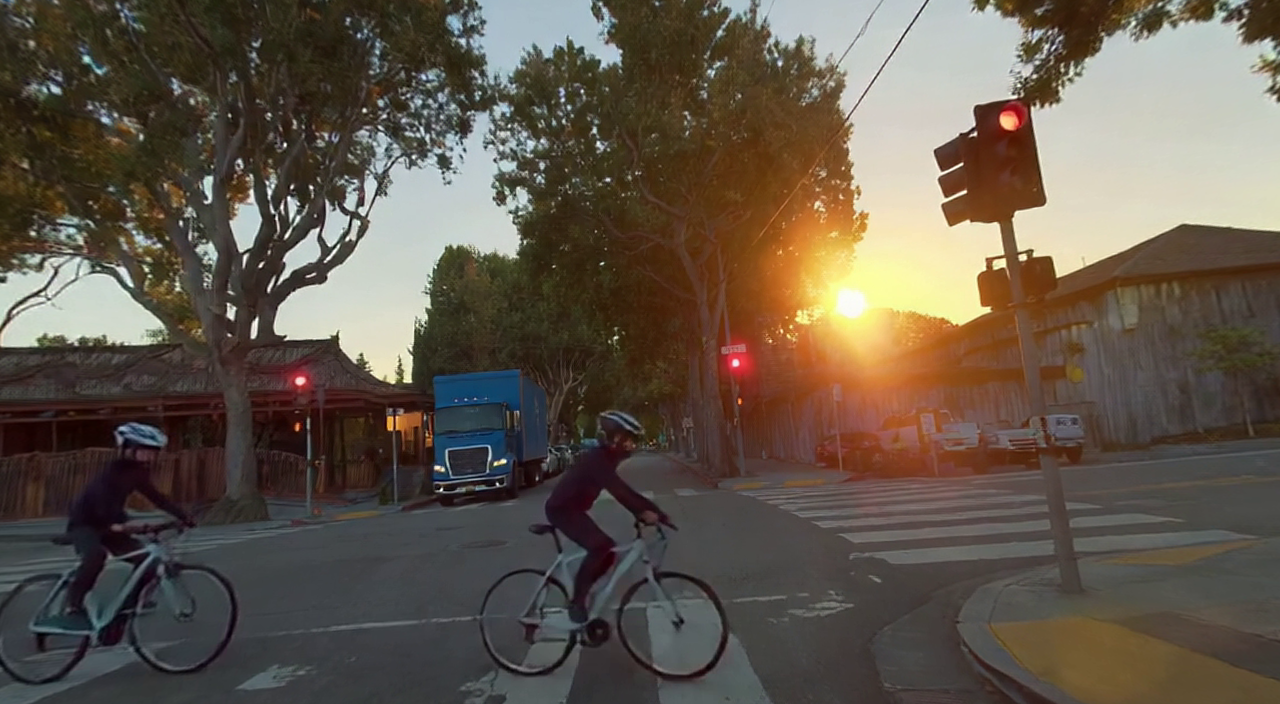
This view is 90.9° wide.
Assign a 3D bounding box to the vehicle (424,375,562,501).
[{"bbox_3d":[-5.814,3.725,27.177,3.113,4.041,10.284,-7,-8,0],"label":"vehicle"}]

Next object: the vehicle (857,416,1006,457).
[{"bbox_3d":[10.694,3.143,23.423,4.643,1.456,1.820,-1,-8,5],"label":"vehicle"}]

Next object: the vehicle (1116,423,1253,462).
[{"bbox_3d":[24.955,4.160,29.010,4.268,1.695,2.053,0,-8,3],"label":"vehicle"}]
